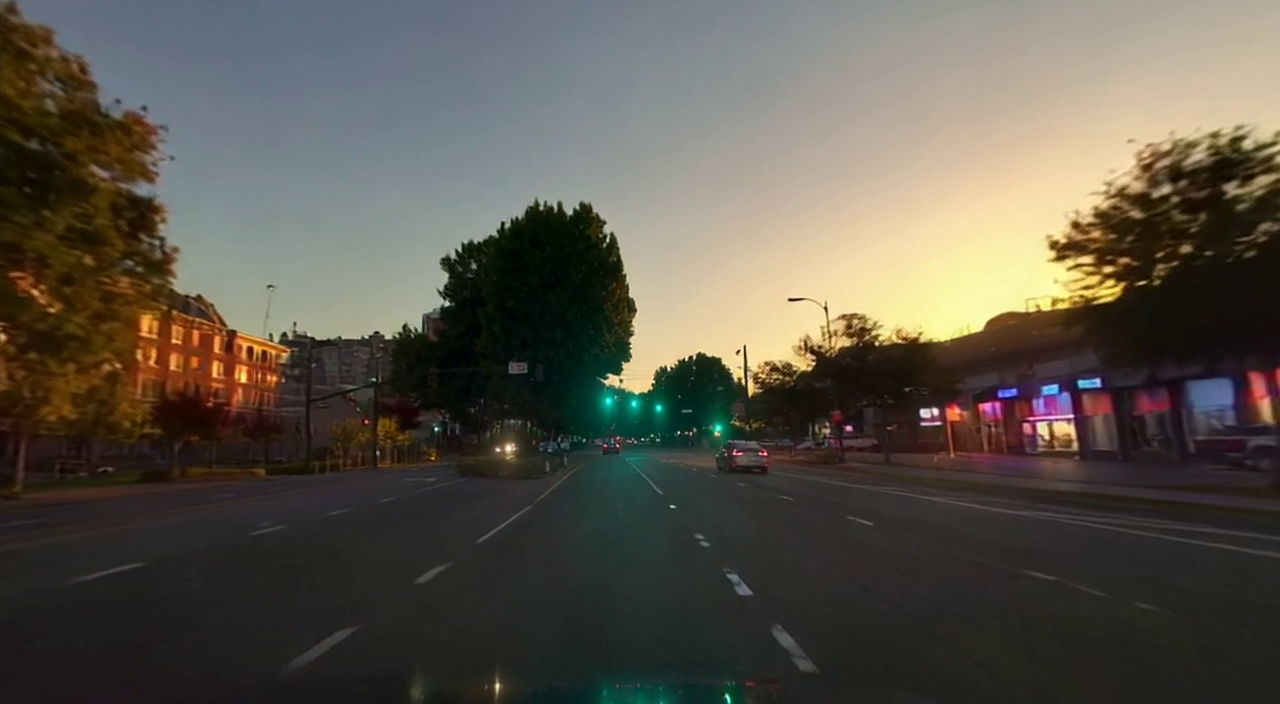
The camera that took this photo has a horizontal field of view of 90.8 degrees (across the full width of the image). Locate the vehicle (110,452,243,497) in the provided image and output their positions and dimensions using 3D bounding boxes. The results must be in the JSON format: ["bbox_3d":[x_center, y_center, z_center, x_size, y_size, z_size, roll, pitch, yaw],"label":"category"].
[{"bbox_3d":[-17.670,4.647,24.397,1.931,1.480,4.396,0,-8,-3],"label":"vehicle"}]

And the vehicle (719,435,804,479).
[{"bbox_3d":[4.462,3.916,23.926,2.024,1.475,4.600,0,-8,-4],"label":"vehicle"}]
